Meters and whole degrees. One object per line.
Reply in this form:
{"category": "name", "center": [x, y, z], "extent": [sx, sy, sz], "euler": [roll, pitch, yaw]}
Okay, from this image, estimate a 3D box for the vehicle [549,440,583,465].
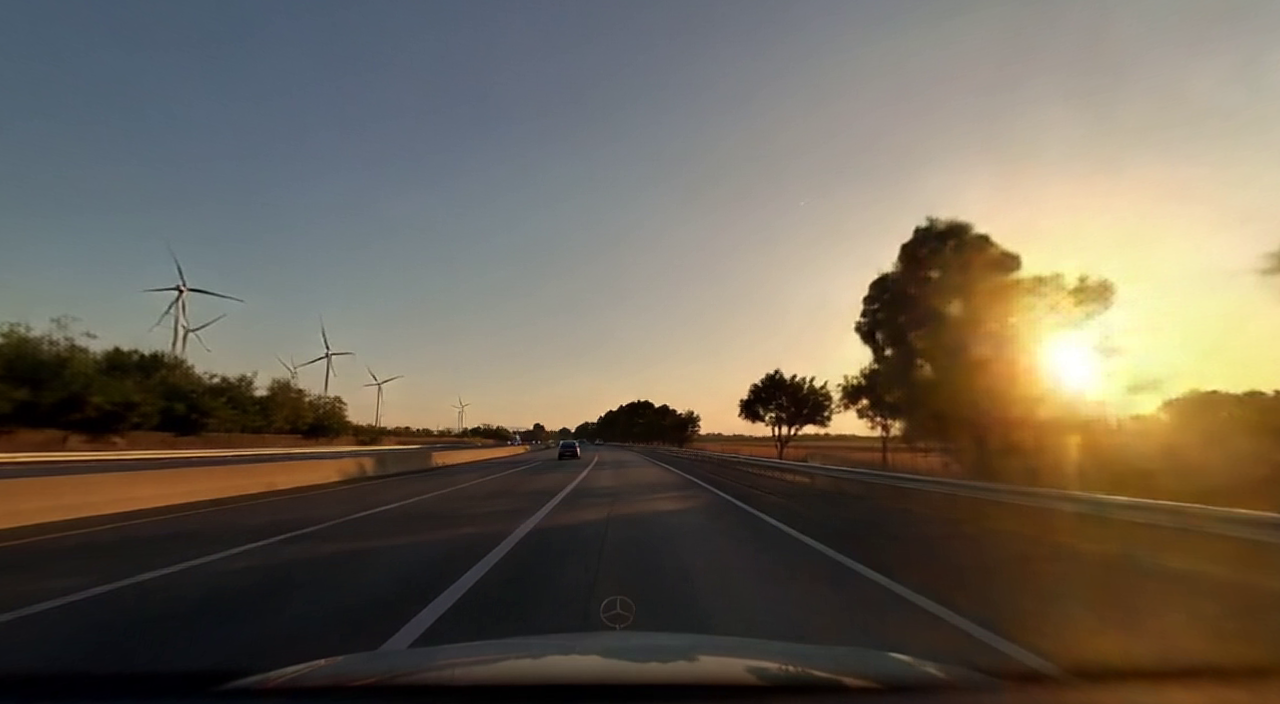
{"category": "vehicle", "center": [-4.803, 6.585, 41.442], "extent": [2.053, 1.549, 4.097], "euler": [0, -8, -4]}
